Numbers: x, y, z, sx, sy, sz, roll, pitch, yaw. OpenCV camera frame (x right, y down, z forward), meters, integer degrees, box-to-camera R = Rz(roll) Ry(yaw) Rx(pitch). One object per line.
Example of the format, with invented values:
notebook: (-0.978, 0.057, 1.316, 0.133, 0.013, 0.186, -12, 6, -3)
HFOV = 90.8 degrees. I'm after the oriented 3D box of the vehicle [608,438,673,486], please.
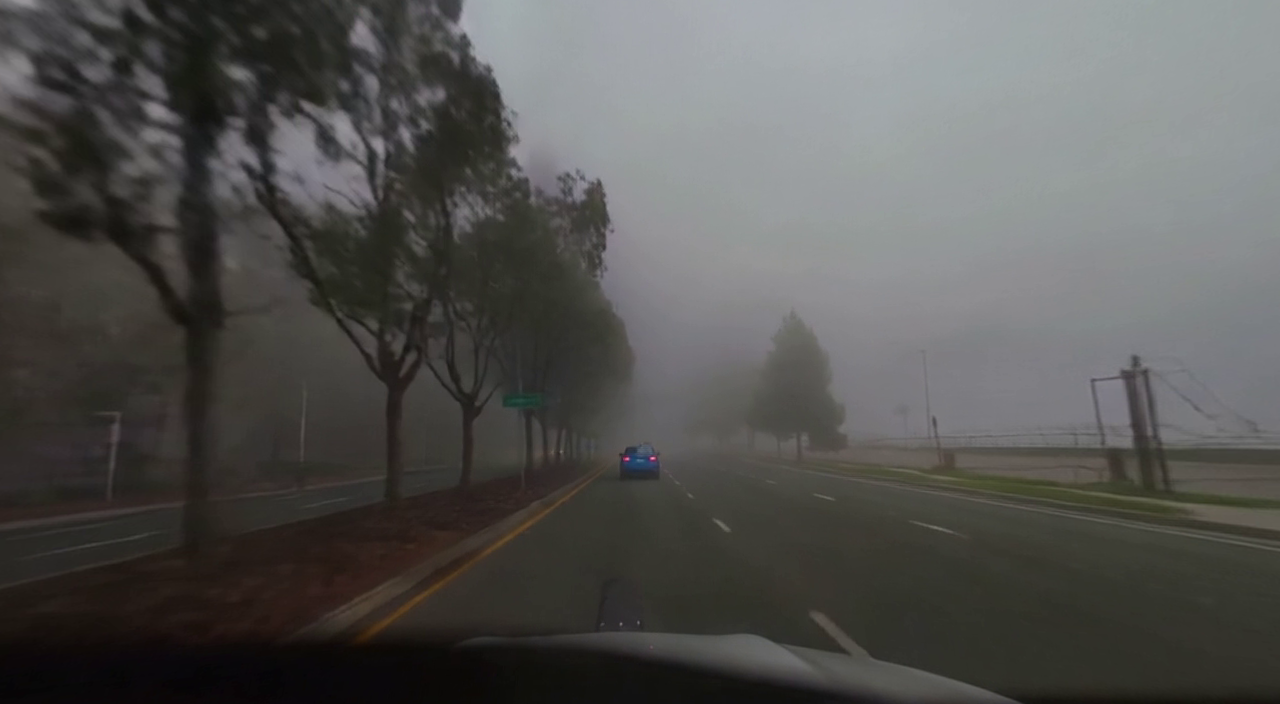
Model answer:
vehicle: (-0.011, 3.816, 22.343, 2.042, 1.479, 4.601, 0, -8, -1)
